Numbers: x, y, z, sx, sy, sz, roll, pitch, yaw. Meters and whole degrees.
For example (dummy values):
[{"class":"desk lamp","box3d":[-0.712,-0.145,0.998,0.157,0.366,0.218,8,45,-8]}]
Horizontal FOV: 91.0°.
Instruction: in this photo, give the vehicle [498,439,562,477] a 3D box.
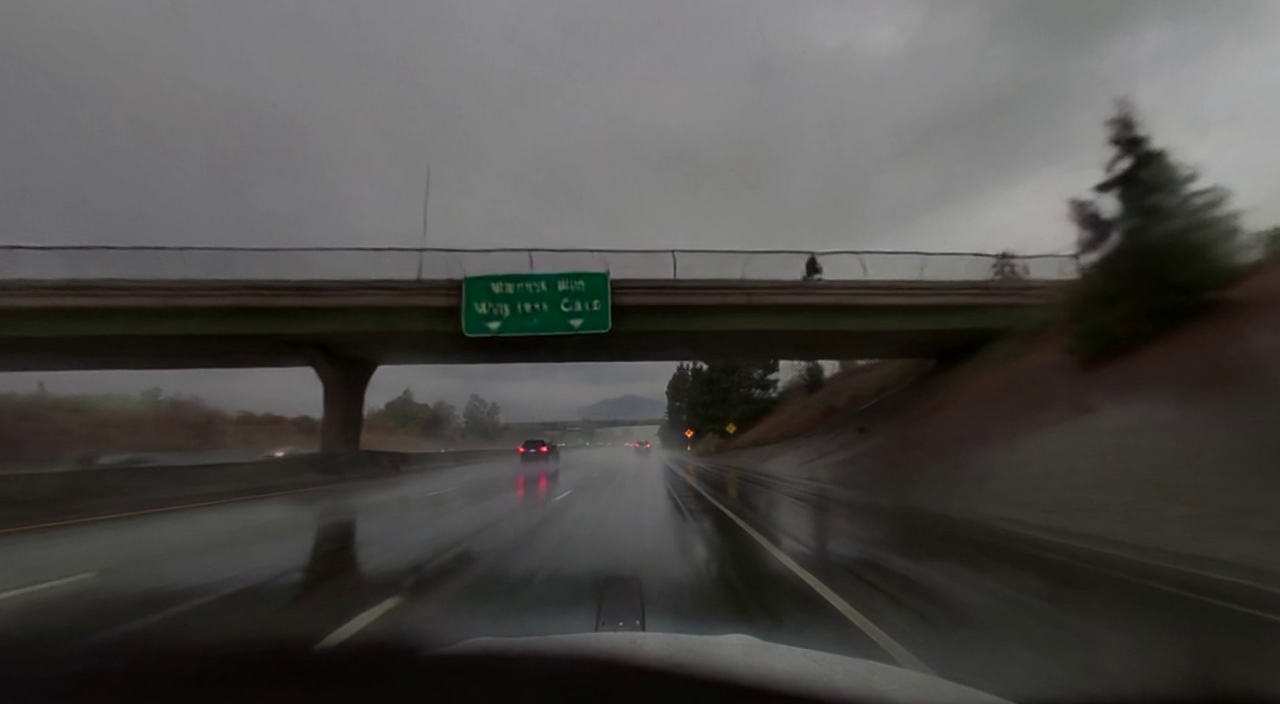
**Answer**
[{"class":"vehicle","box3d":[-4.888,4.791,28.780,1.916,1.545,4.757,0,-8,2]}]
